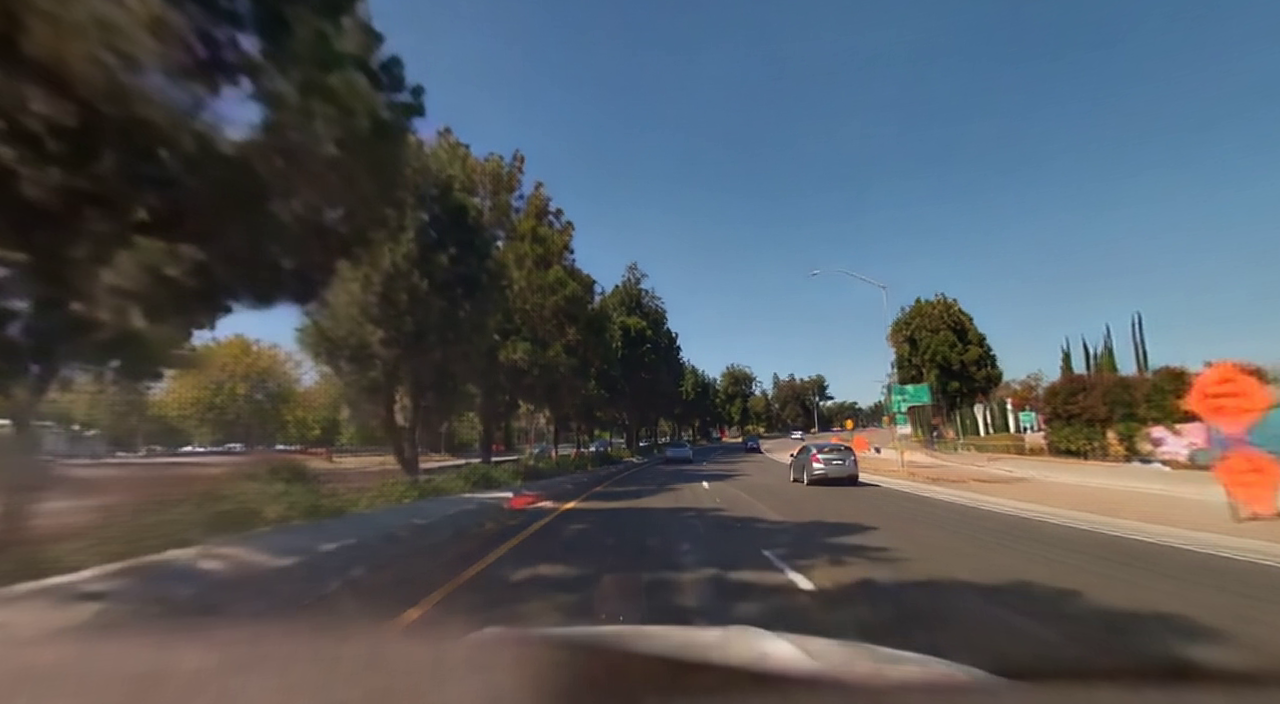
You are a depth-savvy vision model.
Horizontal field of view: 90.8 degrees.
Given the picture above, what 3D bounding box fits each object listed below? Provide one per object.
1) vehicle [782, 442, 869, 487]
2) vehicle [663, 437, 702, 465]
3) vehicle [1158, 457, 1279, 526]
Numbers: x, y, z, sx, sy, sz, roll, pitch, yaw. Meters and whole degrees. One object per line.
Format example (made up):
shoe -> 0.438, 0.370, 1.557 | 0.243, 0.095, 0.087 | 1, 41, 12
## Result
vehicle -> 6.628, 4.045, 23.067 | 2.044, 1.474, 4.083 | 0, -8, 2
vehicle -> 2.806, 6.388, 40.779 | 2.201, 1.676, 4.541 | -1, -8, 7
vehicle -> 11.818, 2.248, 10.186 | 3.503, 1.020, 4.269 | -1, -9, 5
